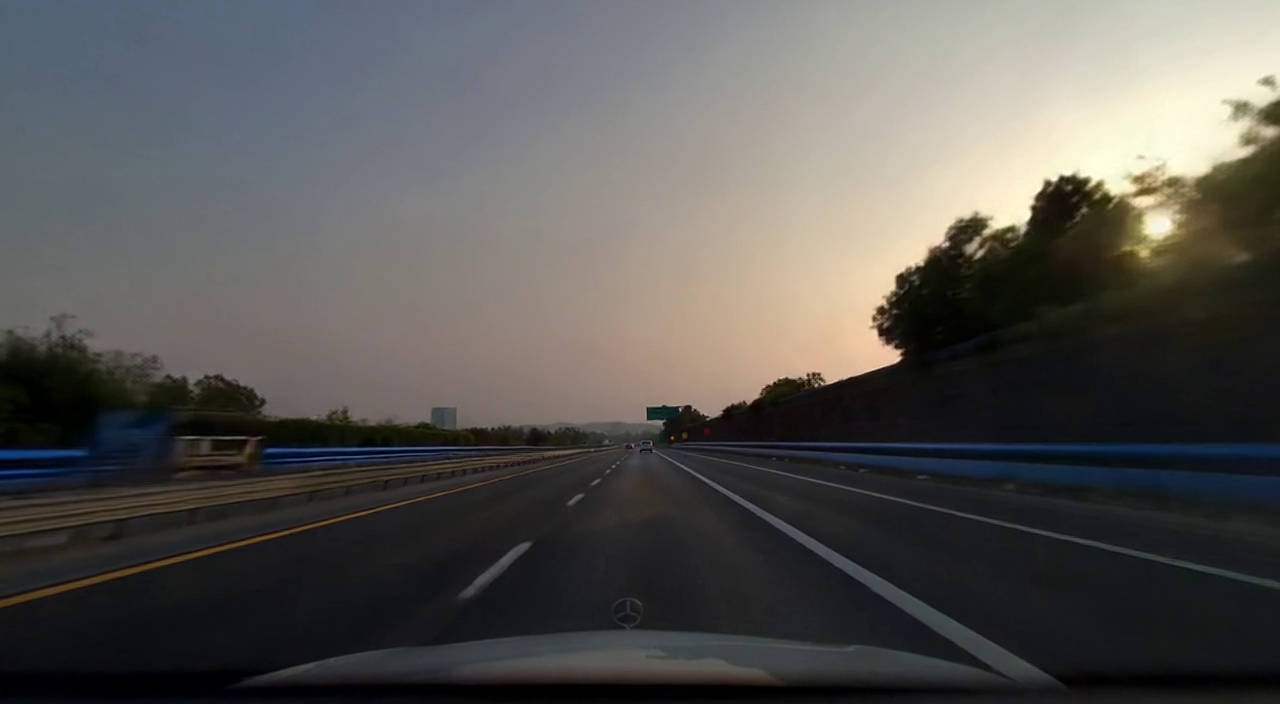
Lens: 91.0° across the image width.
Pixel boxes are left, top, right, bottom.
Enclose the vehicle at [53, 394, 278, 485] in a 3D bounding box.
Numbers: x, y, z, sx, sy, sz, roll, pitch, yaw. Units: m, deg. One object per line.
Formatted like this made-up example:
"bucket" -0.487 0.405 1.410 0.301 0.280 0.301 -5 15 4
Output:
"vehicle" -20.687 3.993 28.552 2.985 3.422 9.121 0 -8 1
